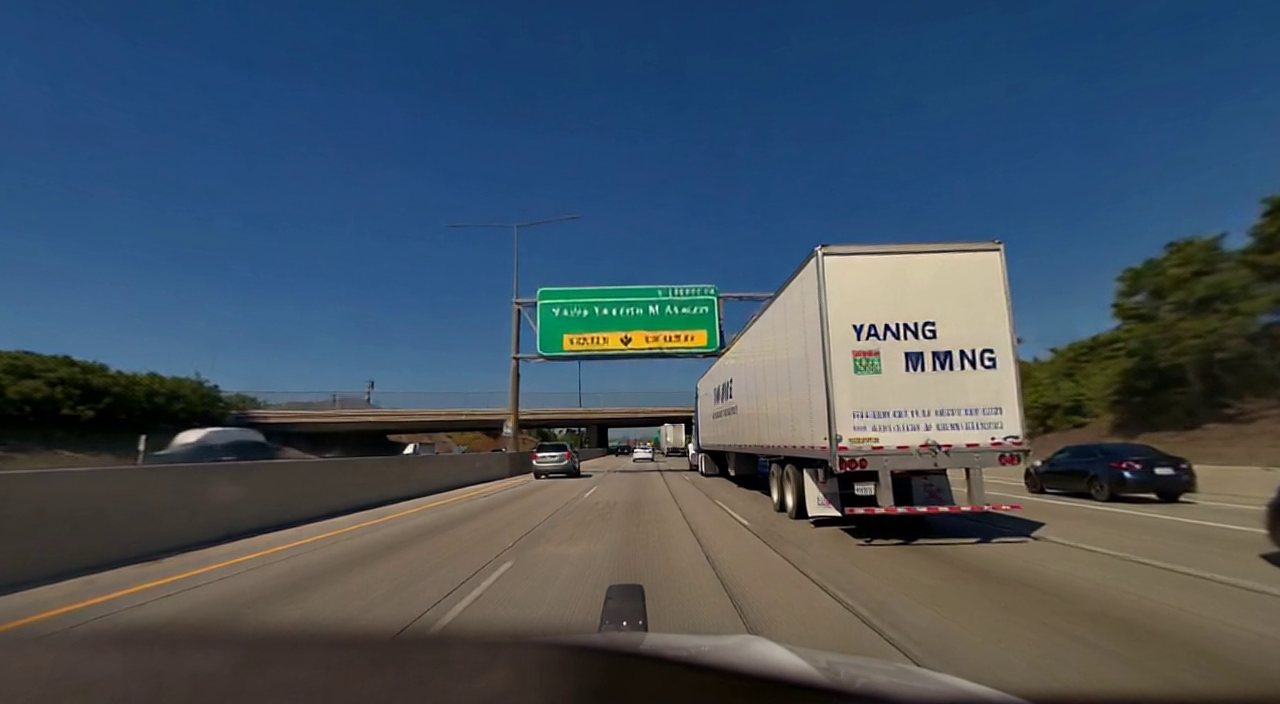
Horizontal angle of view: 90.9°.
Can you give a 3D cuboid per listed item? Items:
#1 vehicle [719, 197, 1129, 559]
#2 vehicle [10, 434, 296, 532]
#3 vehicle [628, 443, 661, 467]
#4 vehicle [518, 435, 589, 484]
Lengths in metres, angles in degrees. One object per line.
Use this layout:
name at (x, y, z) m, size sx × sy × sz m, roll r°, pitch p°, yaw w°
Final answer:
vehicle at (3.859, 1.141, 13.286) m, size 2.821 × 4.077 × 12.562 m, roll 0°, pitch -9°, yaw 0°
vehicle at (-9.043, 2.435, 12.375) m, size 2.080 × 1.546 × 4.386 m, roll 0°, pitch -9°, yaw 0°
vehicle at (0.260, 6.756, 41.411) m, size 2.063 × 1.469 × 4.208 m, roll 0°, pitch -9°, yaw -1°
vehicle at (-3.236, 4.133, 24.532) m, size 2.058 × 1.711 × 4.226 m, roll 0°, pitch -9°, yaw 1°
